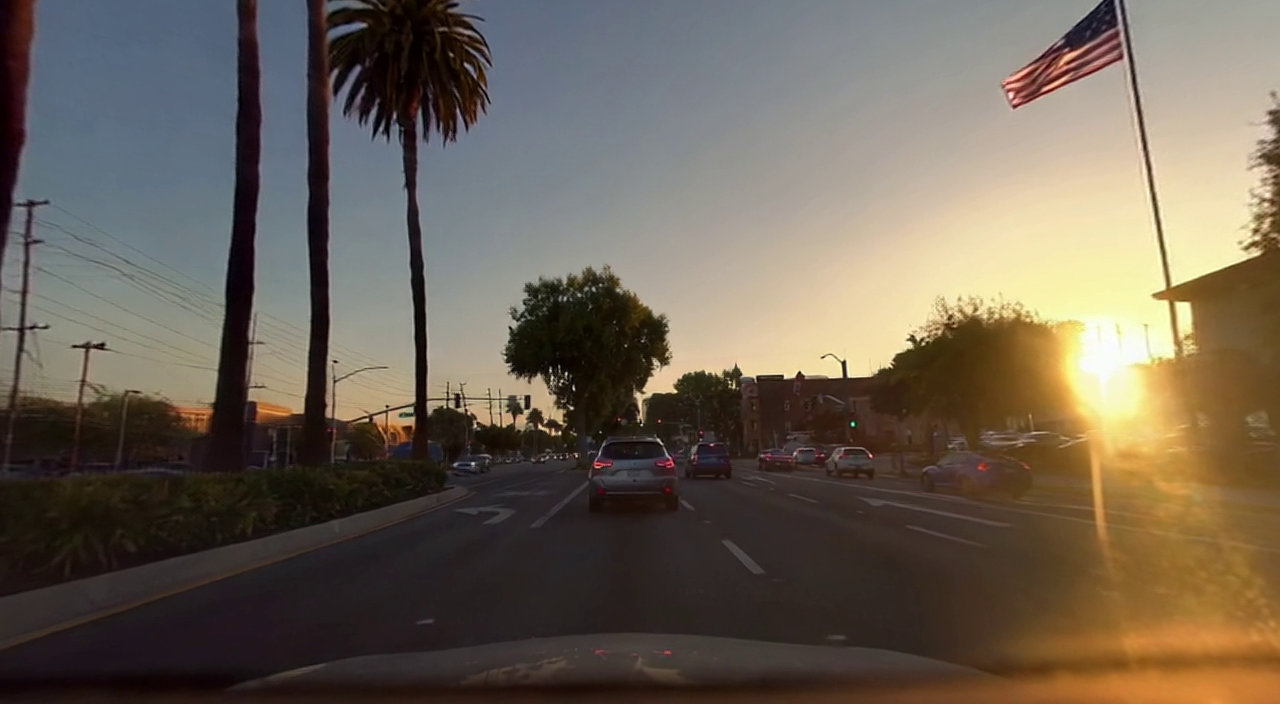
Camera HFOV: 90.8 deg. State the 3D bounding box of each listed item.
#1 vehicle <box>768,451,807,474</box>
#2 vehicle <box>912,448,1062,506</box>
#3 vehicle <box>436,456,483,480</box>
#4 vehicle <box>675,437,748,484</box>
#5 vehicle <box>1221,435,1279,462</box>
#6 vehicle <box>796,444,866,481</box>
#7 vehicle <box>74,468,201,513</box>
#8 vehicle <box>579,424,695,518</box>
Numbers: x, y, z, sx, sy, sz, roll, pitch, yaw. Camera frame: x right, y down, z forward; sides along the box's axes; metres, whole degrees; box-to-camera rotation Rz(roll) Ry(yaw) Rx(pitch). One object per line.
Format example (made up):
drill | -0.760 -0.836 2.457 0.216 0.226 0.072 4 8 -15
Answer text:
vehicle | 10.288 7.725 44.322 1.855 1.495 4.143 0 -9 1
vehicle | 9.973 3.597 18.650 1.967 1.485 4.267 0 -9 0
vehicle | -12.227 7.857 43.153 1.965 1.475 4.209 0 -9 0
vehicle | 3.303 5.236 30.872 2.773 2.021 6.212 0 -9 -1
vehicle | 36.349 5.550 36.258 1.839 1.455 4.395 0 -9 2
vehicle | 9.952 5.795 33.346 2.155 1.779 4.582 0 -9 -2
vehicle | -21.784 5.988 27.682 1.873 1.484 4.571 -4 -9 0
vehicle | -0.099 2.826 15.475 2.402 1.938 4.535 0 -9 -1
